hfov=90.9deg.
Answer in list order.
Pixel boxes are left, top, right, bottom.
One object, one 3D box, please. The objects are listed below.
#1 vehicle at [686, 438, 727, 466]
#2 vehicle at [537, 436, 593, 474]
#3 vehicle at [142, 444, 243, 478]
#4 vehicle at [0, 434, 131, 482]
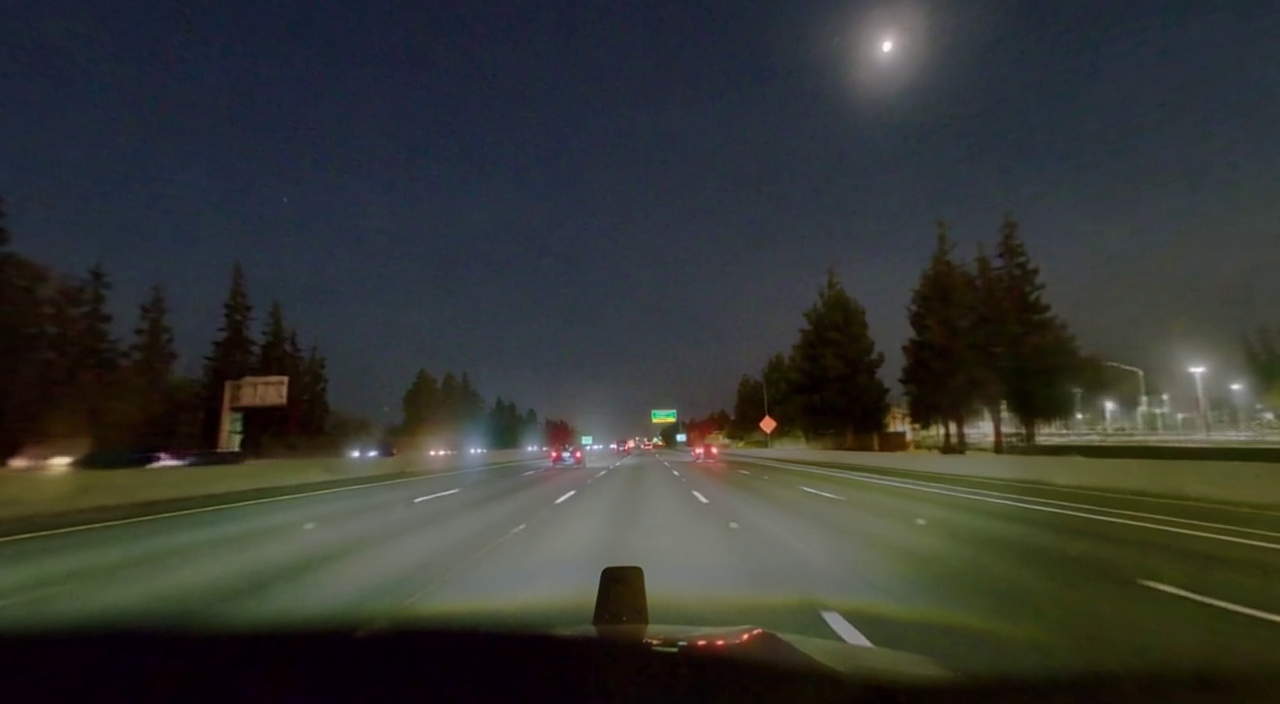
[{"bbox_3d":[4.420,6.680,42.353,2.229,1.704,4.392,0,-8,0],"label":"vehicle"},{"bbox_3d":[-3.640,5.093,31.462,2.196,1.733,4.355,0,-8,1],"label":"vehicle"},{"bbox_3d":[-20.777,5.040,29.493,1.867,1.429,3.776,0,-8,1],"label":"vehicle"},{"bbox_3d":[-24.748,4.349,26.262,2.203,1.783,5.772,0,-8,1],"label":"vehicle"}]
